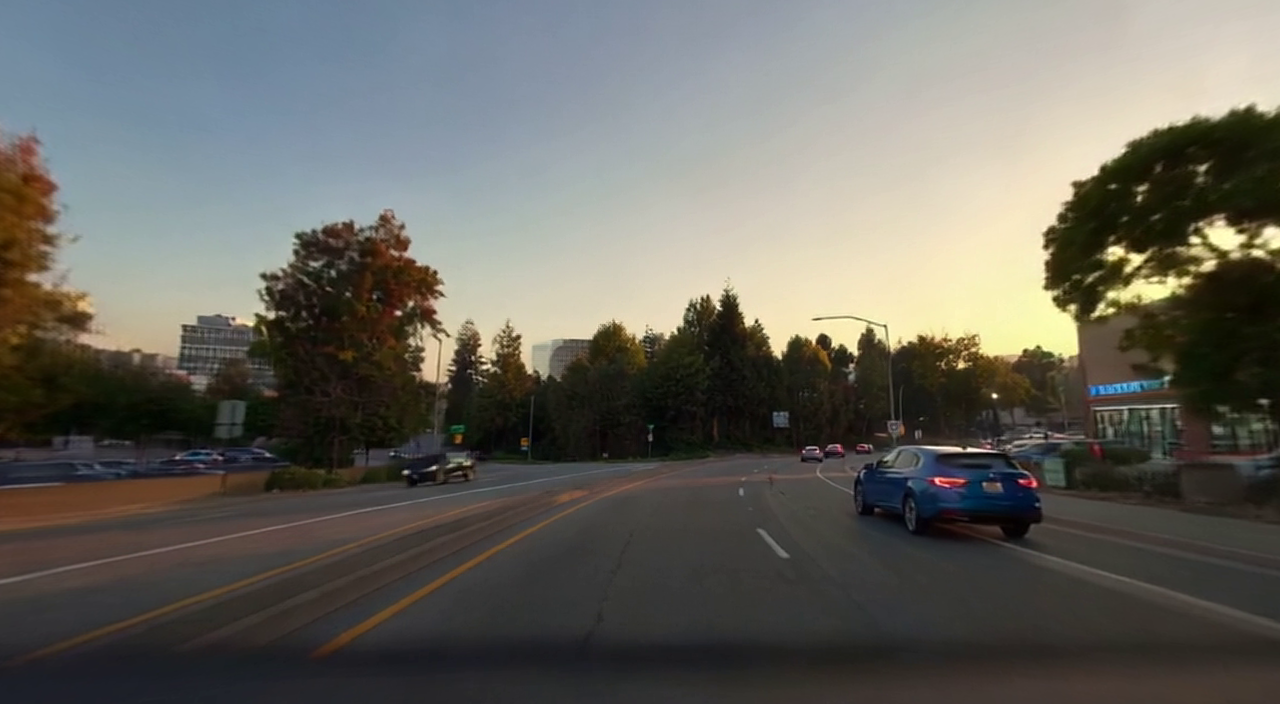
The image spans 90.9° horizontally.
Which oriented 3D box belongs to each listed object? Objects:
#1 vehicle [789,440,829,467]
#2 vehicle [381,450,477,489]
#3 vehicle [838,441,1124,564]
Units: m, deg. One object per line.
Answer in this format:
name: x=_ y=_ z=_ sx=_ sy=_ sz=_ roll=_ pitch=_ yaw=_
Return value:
vehicle: x=11.532 y=6.840 z=42.739 sx=2.311 sy=1.715 sz=4.287 roll=-3 pitch=-9 yaw=18
vehicle: x=-9.003 y=5.040 z=27.398 sx=2.022 sy=1.498 sz=4.400 roll=-2 pitch=-9 yaw=11
vehicle: x=4.859 y=2.171 z=9.939 sx=1.938 sy=1.466 sz=4.434 roll=0 pitch=-9 yaw=-2
